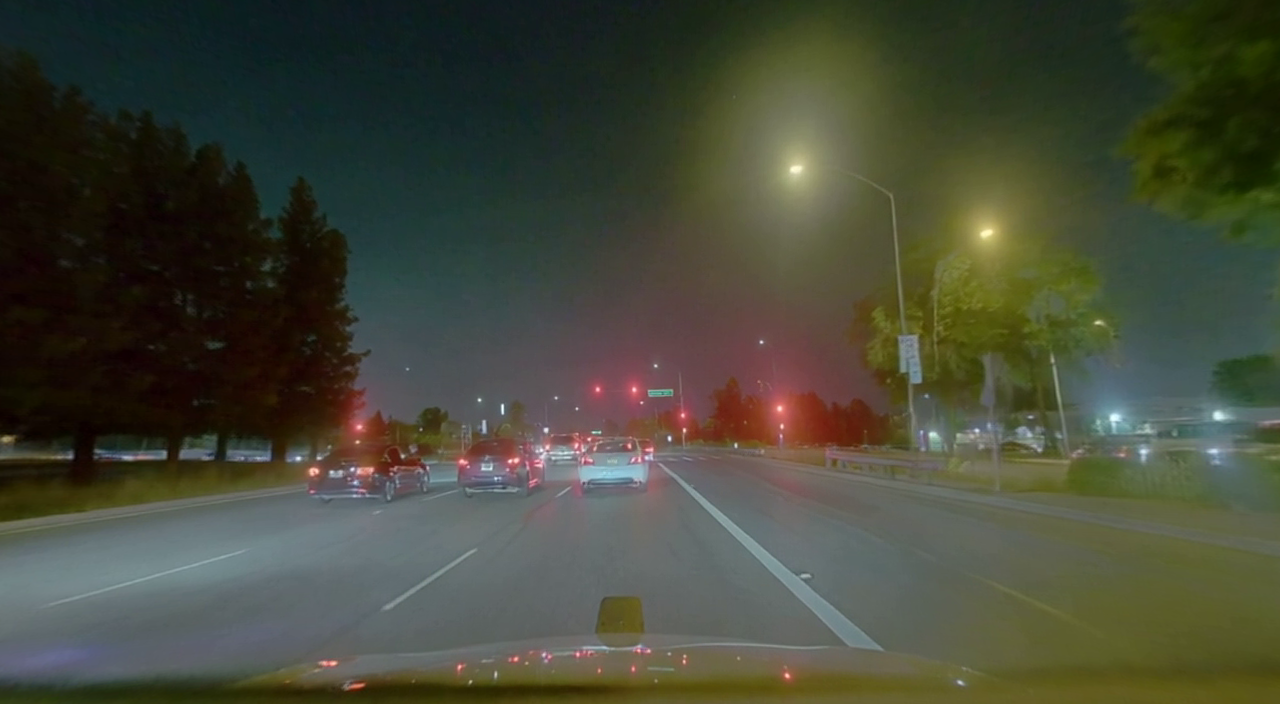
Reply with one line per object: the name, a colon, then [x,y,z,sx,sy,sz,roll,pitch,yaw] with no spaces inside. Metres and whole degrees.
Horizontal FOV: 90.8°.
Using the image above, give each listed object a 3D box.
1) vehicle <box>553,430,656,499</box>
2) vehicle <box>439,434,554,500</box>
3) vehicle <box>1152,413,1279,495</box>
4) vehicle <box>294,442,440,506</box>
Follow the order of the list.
vehicle: [-0.789,2.776,15.971,2.231,1.481,4.489,0,-9,0]
vehicle: [-3.561,2.953,16.635,1.920,1.480,4.549,0,-9,1]
vehicle: [14.687,2.373,14.881,4.350,1.675,2.245,4,-9,-25]
vehicle: [-7.021,3.156,16.844,1.852,1.458,4.422,0,-9,1]
